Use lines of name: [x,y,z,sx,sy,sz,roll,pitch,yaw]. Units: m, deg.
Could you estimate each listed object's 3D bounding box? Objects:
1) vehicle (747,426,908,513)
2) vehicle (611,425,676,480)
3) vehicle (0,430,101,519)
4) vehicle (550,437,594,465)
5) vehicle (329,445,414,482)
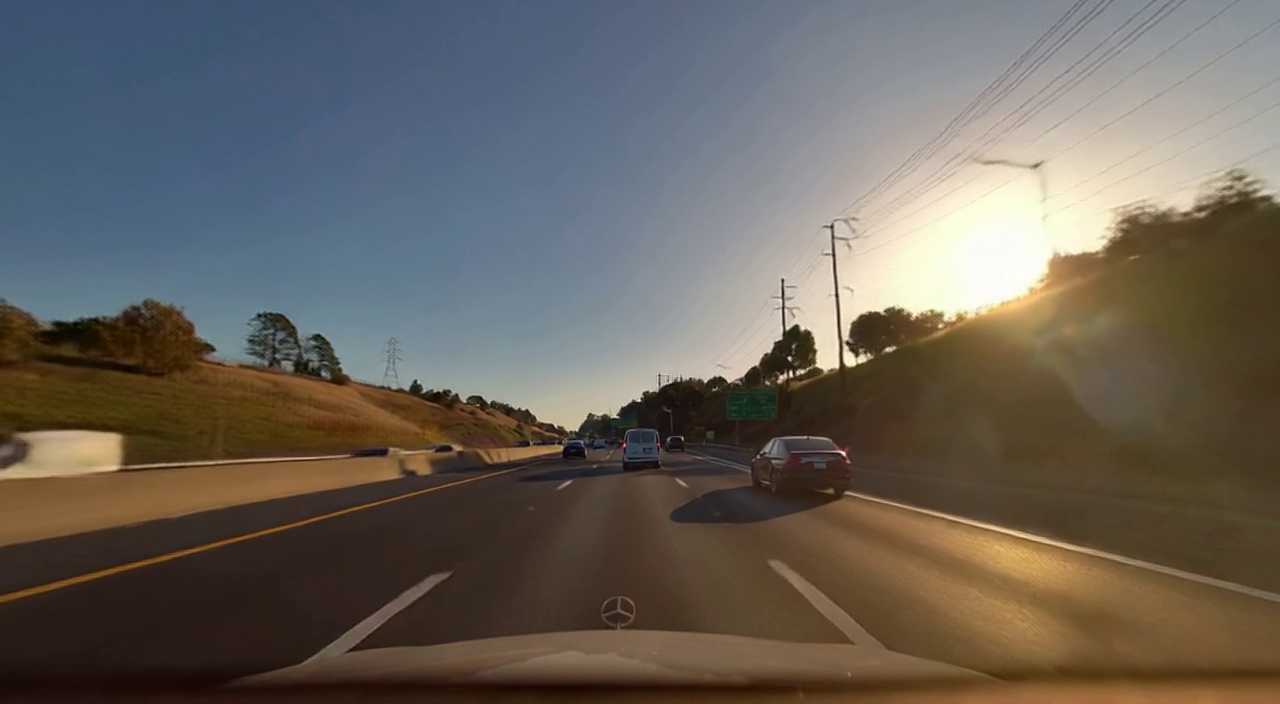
vehicle: [3.821,2.448,13.849,1.923,1.562,4.691,0,-8,-2]
vehicle: [0.079,3.610,22.985,2.159,1.811,4.238,0,-8,-1]
vehicle: [-15.357,2.712,13.917,2.338,1.946,5.183,0,-8,-1]
vehicle: [-3.872,5.721,36.790,2.093,1.517,4.648,0,-8,-1]
vehicle: [-12.039,5.011,28.657,1.929,1.465,4.604,0,-8,-1]
